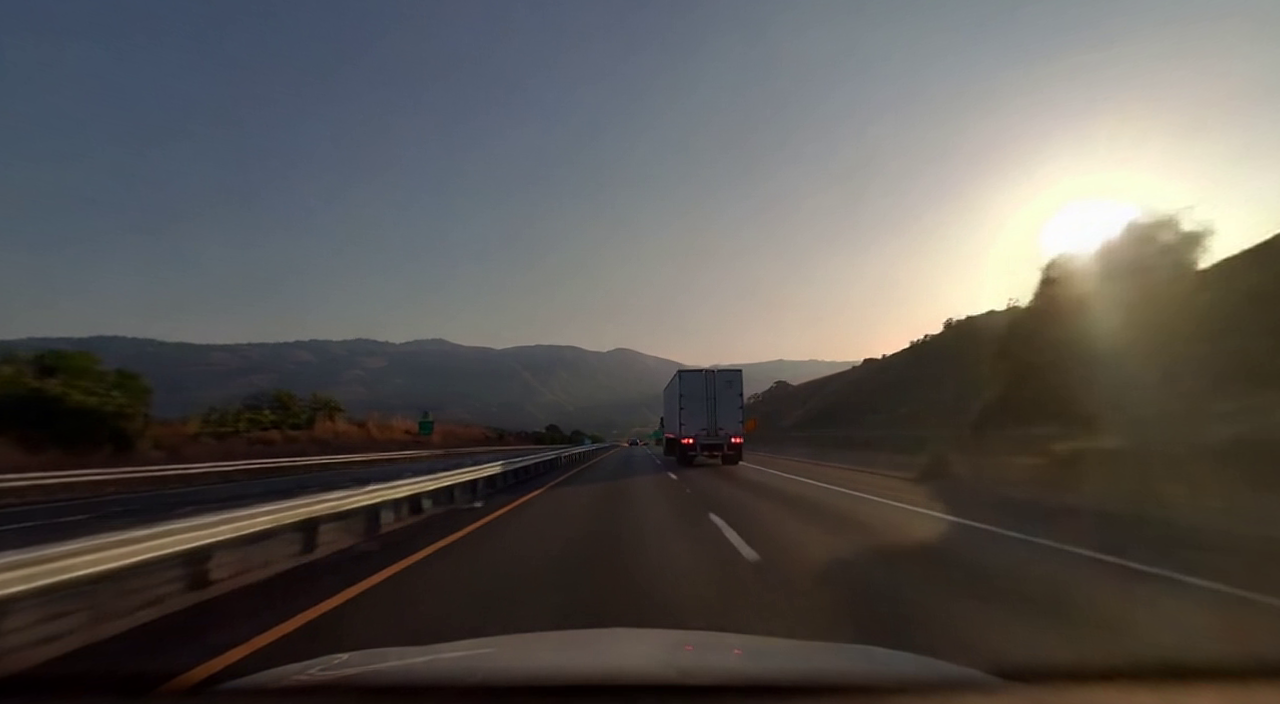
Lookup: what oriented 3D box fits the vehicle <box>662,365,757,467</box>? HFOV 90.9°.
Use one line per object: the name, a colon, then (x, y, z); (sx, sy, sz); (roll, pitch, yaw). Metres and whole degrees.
vehicle: (2.979, 3.434, 31.835); (2.924, 4.024, 13.639); (0, -8, -1)
